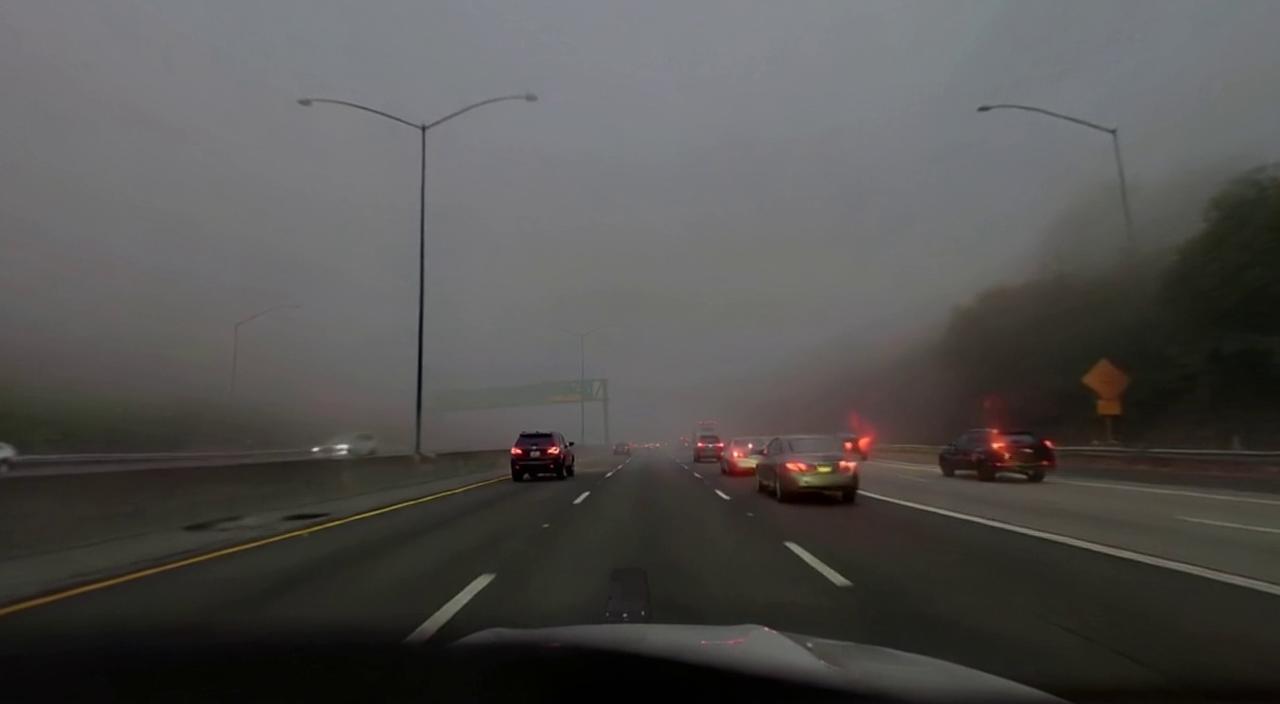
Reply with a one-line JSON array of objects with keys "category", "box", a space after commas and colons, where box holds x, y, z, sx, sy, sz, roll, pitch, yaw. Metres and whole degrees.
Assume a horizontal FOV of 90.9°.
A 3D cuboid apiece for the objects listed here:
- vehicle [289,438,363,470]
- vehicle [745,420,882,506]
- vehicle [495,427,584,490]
[{"category": "vehicle", "box": [-18.398, 5.979, 37.203, 1.922, 1.713, 4.461, -1, -9, 2]}, {"category": "vehicle", "box": [3.882, 2.589, 15.056, 1.991, 1.715, 4.455, -1, -9, 0]}, {"category": "vehicle", "box": [-3.029, 3.324, 19.952, 2.006, 1.741, 4.277, -1, -9, 1]}]
